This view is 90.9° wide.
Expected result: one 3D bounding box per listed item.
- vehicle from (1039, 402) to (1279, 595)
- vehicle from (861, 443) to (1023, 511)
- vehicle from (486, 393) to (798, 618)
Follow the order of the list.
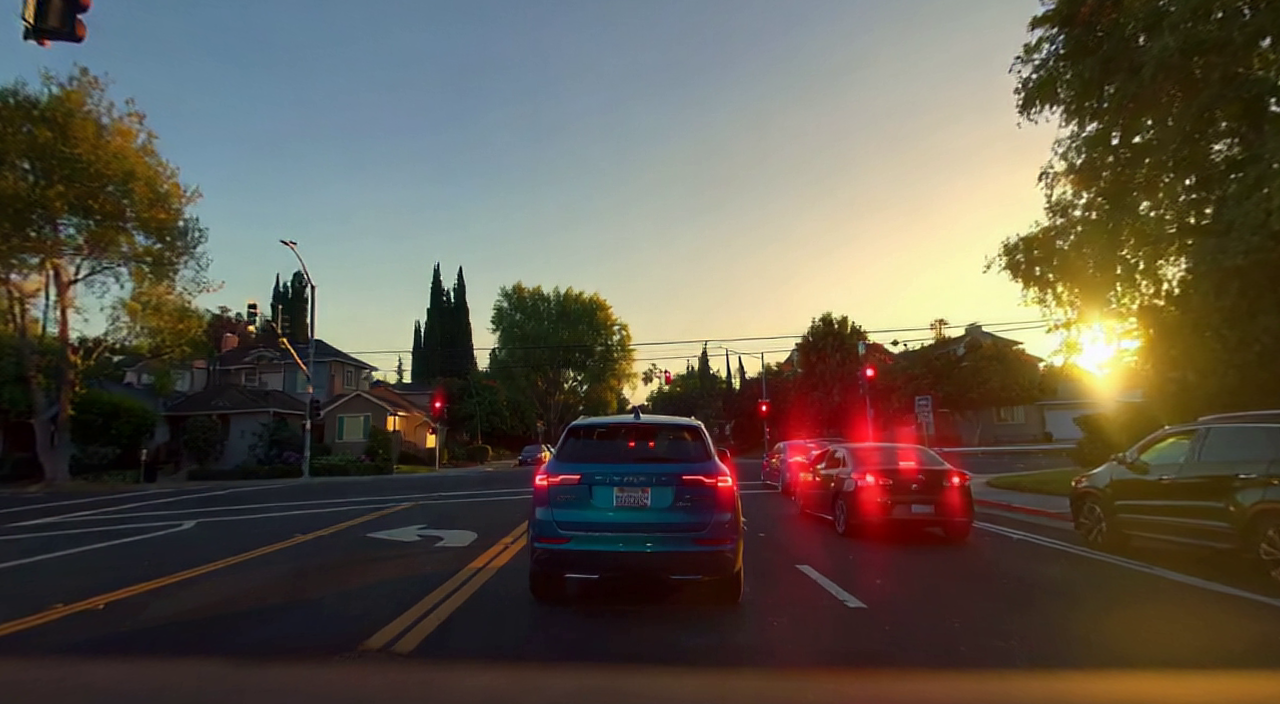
[{"bbox_3d":[7.020,1.539,7.049,1.989,1.791,4.735,0,-8,0],"label":"vehicle"},{"bbox_3d":[7.281,3.013,15.824,1.860,1.436,4.479,0,-8,0],"label":"vehicle"},{"bbox_3d":[0.043,1.470,6.975,2.322,1.667,4.367,0,-8,1],"label":"vehicle"}]
